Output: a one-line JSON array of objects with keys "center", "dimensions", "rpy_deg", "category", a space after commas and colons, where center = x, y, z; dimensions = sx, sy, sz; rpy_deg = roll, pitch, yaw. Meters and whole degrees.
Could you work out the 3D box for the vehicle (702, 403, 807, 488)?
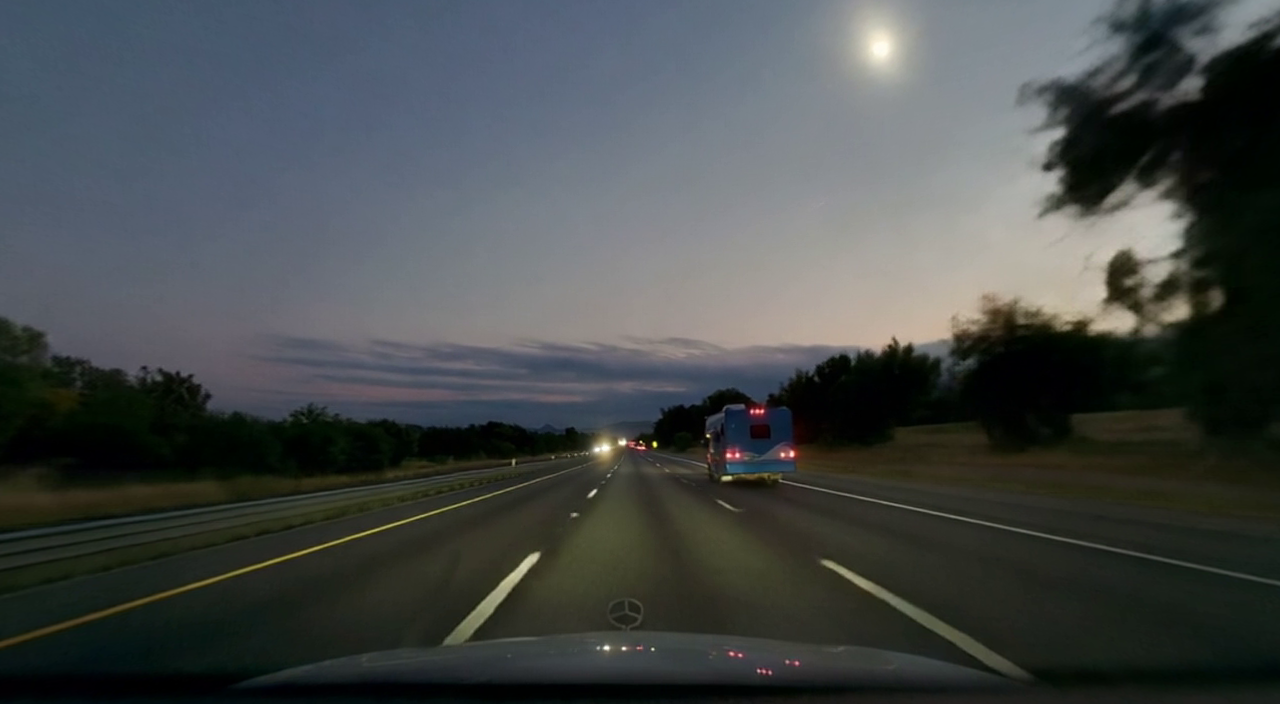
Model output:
[{"center": [4.058, 3.548, 23.788], "dimensions": [2.556, 2.763, 6.287], "rpy_deg": [0, -9, -2], "category": "vehicle"}]
